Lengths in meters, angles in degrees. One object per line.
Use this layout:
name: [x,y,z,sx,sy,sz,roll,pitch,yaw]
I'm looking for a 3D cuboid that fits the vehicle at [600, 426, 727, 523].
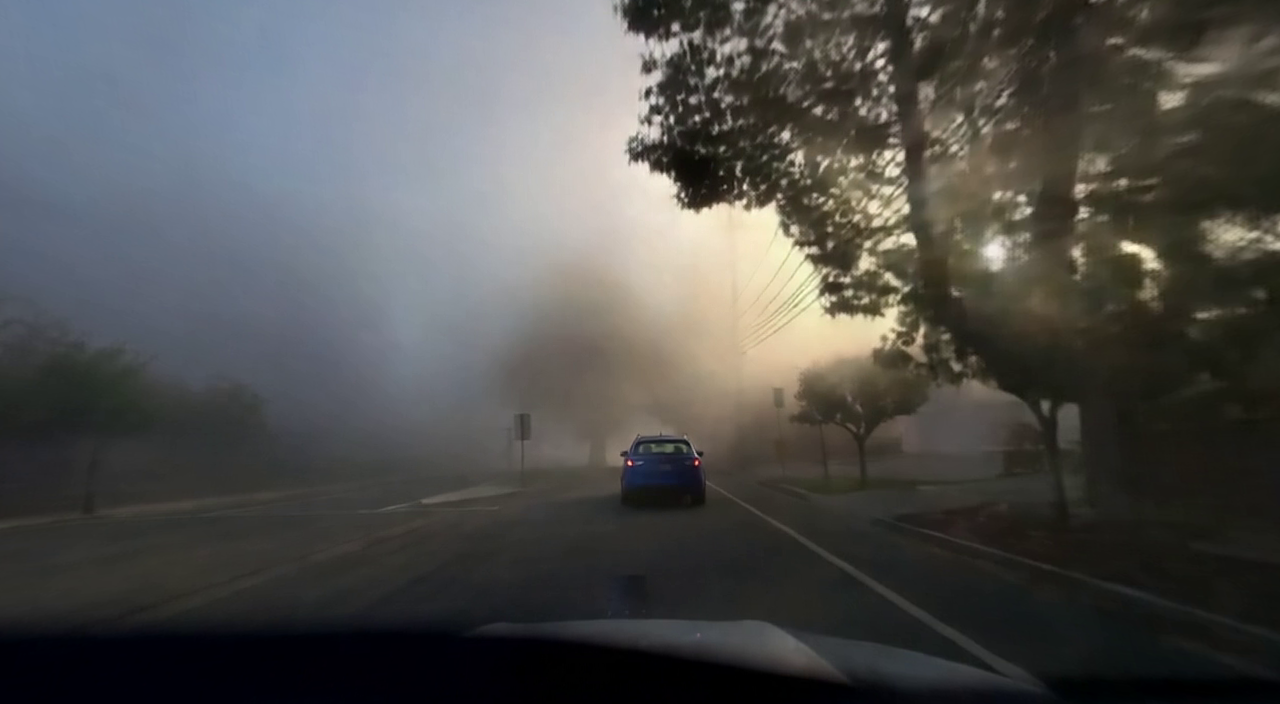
vehicle: [0.405,2.436,13.045,2.200,1.653,4.127,0,-8,0]
